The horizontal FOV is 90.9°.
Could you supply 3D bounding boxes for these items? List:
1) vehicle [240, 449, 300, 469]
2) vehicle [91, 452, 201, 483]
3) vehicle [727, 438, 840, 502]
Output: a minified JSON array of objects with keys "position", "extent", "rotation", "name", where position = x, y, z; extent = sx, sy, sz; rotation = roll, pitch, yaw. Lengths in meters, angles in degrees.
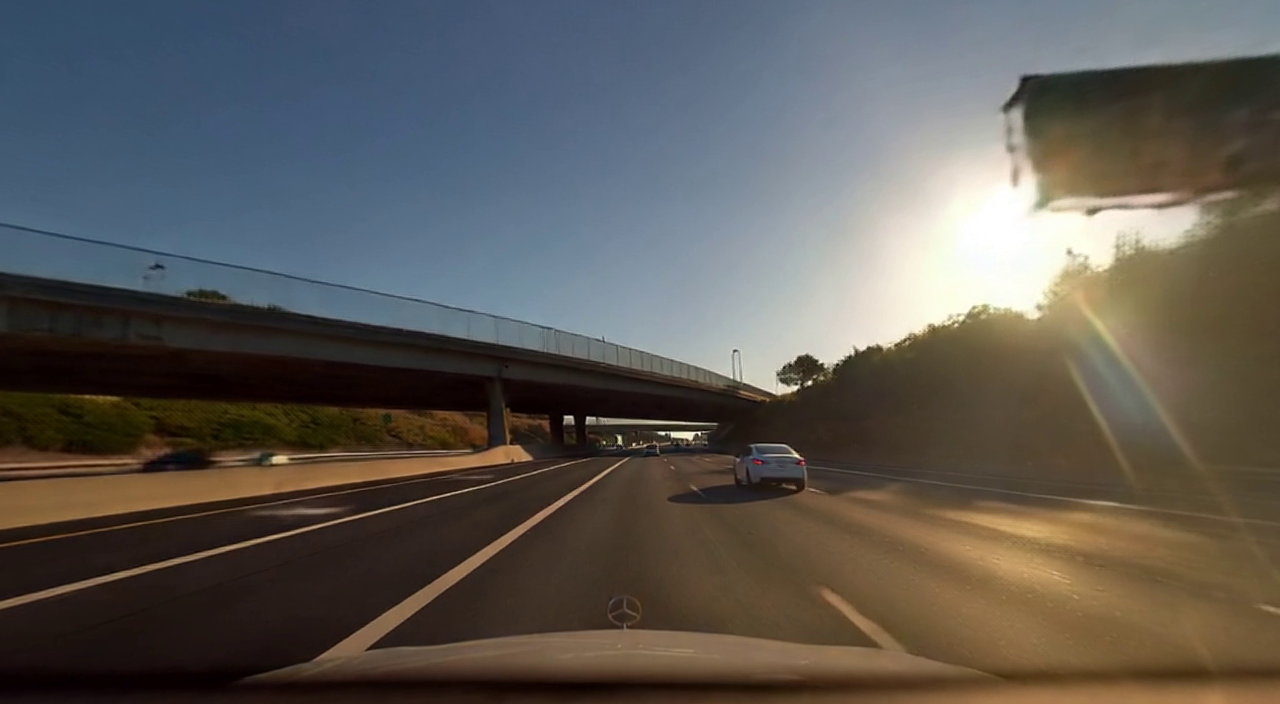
[{"position":[-28.829,8.338,49.313],"extent":[1.881,1.459,4.568],"rotation":[-1,-8,2],"name":"vehicle"},{"position":[-25.639,5.995,33.002],"extent":[2.004,1.464,4.598],"rotation":[0,-9,1],"name":"vehicle"},{"position":[3.728,3.166,17.351],"extent":[1.999,1.492,4.673],"rotation":[0,-9,0],"name":"vehicle"}]
